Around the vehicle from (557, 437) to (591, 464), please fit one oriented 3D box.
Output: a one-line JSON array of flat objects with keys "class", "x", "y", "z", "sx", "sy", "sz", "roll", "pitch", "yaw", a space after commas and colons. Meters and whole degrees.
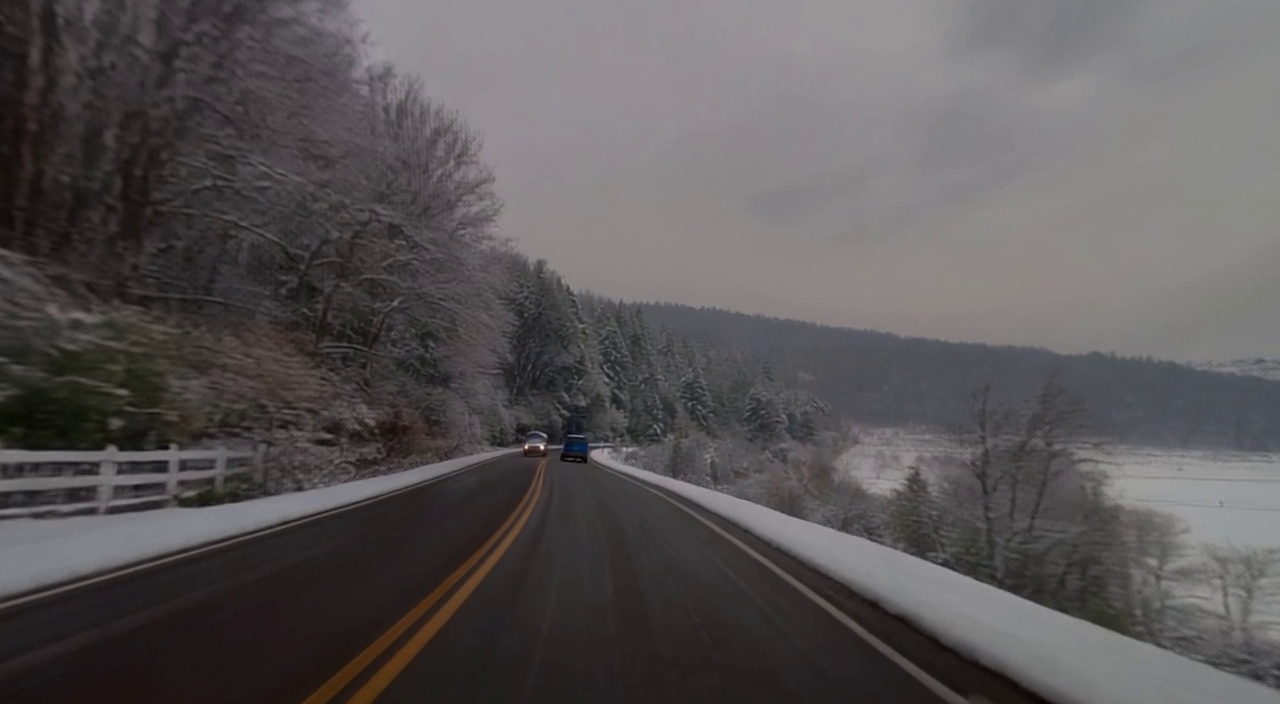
[{"class": "vehicle", "x": -5.118, "y": 7.494, "z": 48.273, "sx": 2.439, "sy": 1.912, "sz": 5.605, "roll": 1, "pitch": -9, "yaw": -7}]
